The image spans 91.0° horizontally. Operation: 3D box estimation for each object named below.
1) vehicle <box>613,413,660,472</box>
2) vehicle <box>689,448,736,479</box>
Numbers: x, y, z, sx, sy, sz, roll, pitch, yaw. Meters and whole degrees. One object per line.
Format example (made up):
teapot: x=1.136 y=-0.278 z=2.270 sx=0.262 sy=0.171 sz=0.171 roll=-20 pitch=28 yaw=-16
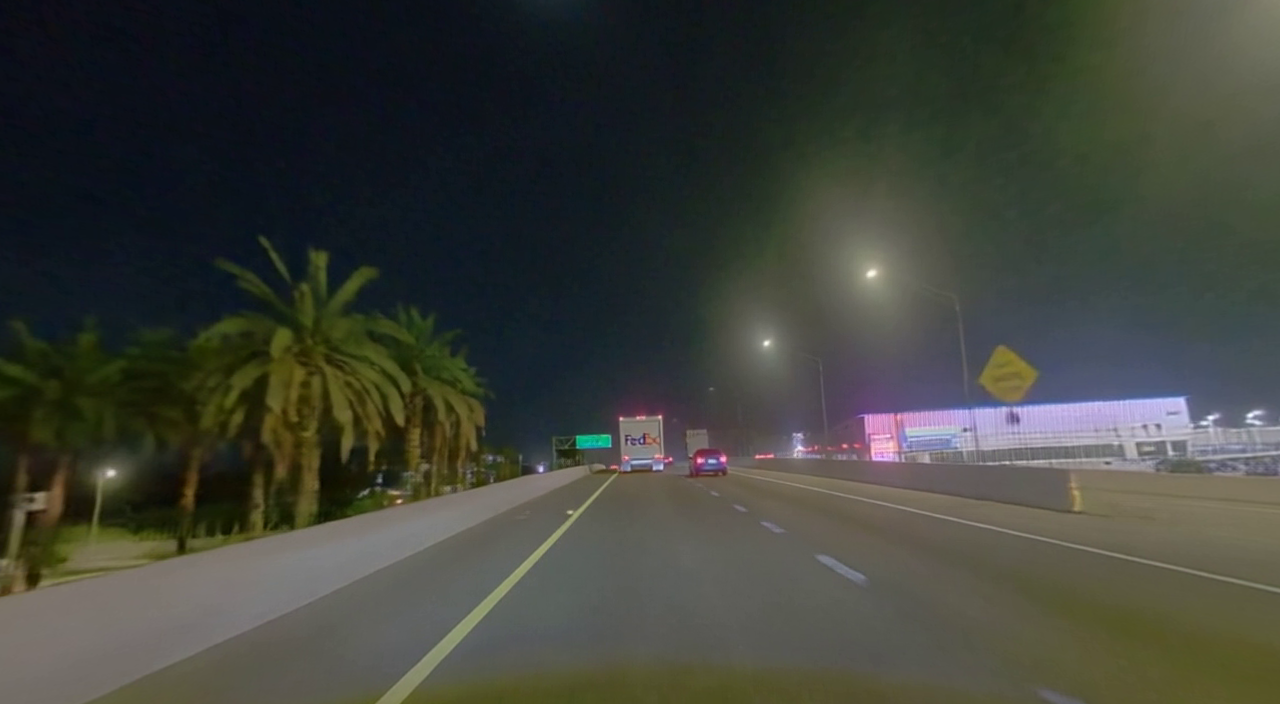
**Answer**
vehicle: x=-0.287 y=7.226 z=49.914 sx=3.243 sy=4.134 sz=11.656 roll=0 pitch=-9 yaw=0
vehicle: x=3.836 y=5.968 z=33.987 sx=1.966 sy=1.558 sz=4.238 roll=0 pitch=-9 yaw=-1
